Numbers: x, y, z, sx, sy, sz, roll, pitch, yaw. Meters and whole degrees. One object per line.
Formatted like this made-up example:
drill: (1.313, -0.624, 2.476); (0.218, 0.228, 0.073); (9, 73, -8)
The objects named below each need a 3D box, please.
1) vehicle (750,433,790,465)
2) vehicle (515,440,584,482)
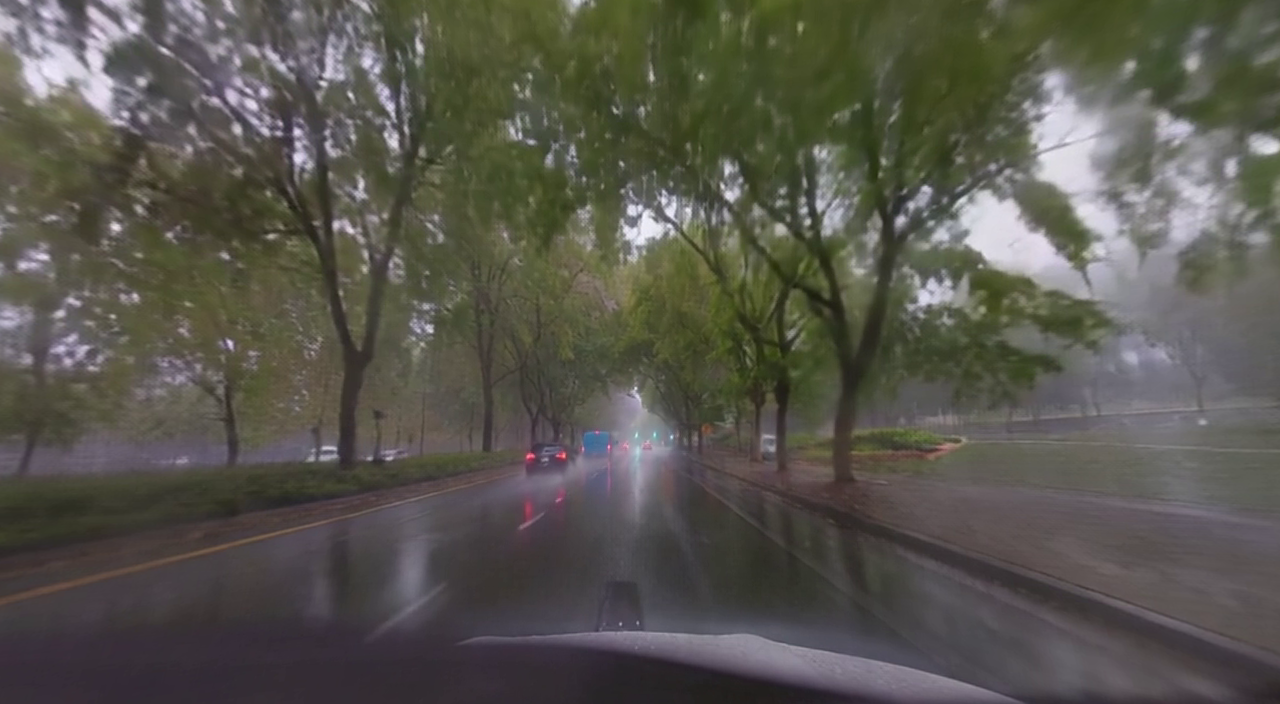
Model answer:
vehicle: (7.213, 5.405, 35.334); (1.596, 1.654, 2.920); (-1, -8, 1)
vehicle: (-3.352, 4.127, 24.193); (2.009, 1.473, 4.028); (0, -8, 1)
